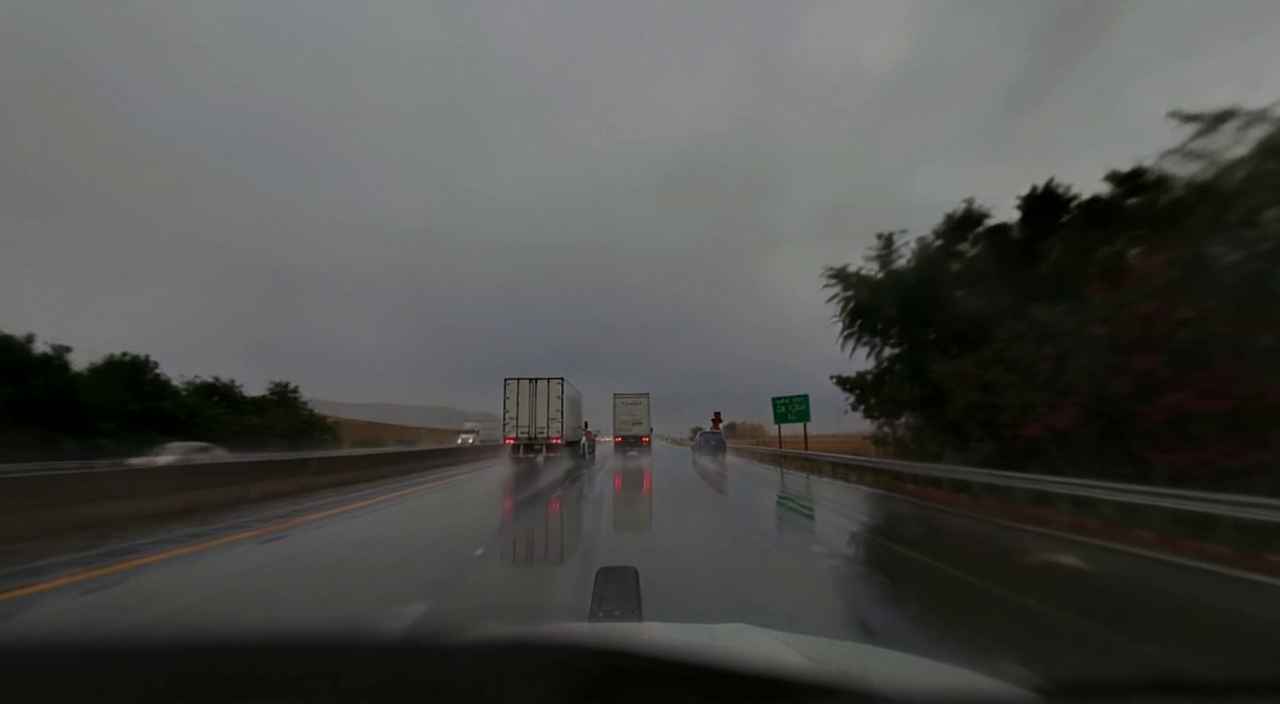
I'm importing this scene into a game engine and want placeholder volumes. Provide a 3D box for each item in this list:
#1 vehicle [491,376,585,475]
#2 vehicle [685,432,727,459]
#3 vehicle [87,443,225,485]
[{"bbox_3d":[-3.799,3.004,25.220,2.728,3.405,7.096,0,-8,-1],"label":"vehicle"},{"bbox_3d":[3.734,5.367,36.149,1.891,1.477,3.599,0,-8,-2],"label":"vehicle"},{"bbox_3d":[-19.302,4.461,25.454,1.866,1.486,4.795,0,-8,-1],"label":"vehicle"}]
